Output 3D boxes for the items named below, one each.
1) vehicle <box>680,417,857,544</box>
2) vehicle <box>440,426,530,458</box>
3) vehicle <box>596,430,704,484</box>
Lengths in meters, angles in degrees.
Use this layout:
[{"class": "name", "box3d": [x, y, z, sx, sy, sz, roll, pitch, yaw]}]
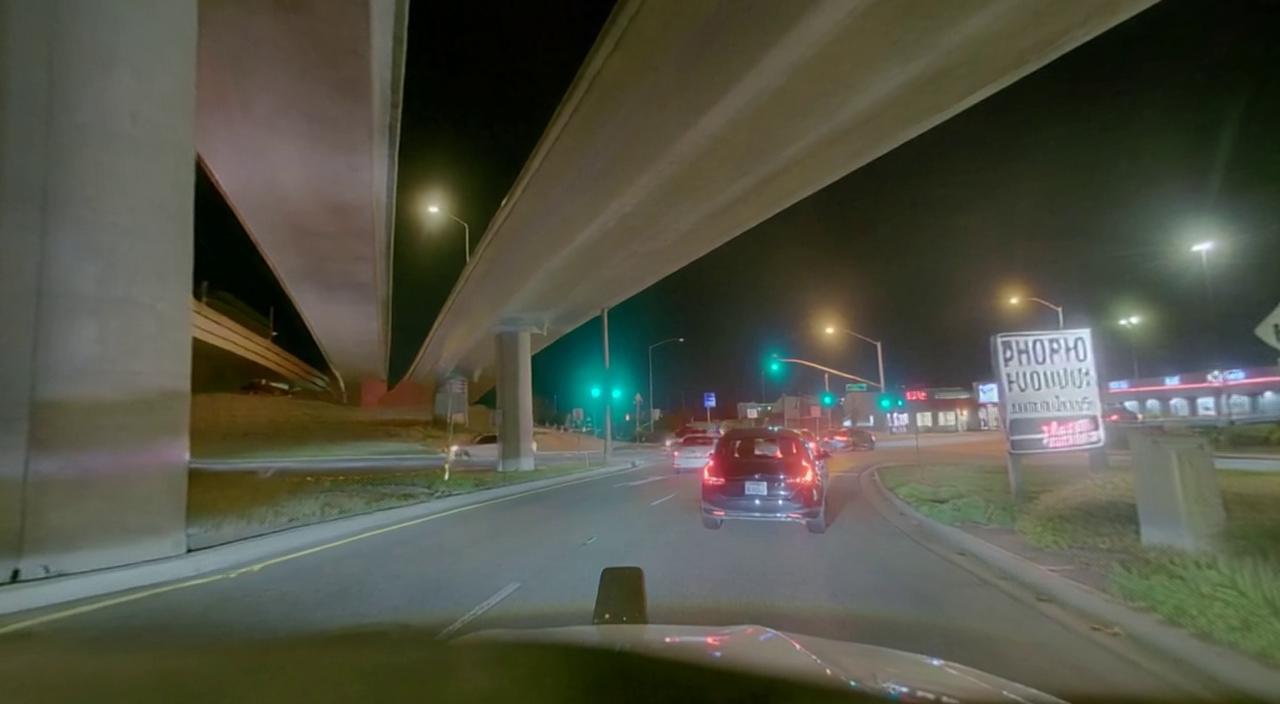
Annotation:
[{"class": "vehicle", "box3d": [2.063, 1.953, 10.286, 2.195, 1.571, 4.353, -2, -8, 12]}, {"class": "vehicle", "box3d": [-9.285, 5.423, 37.955, 4.827, 1.885, 2.008, -1, -8, 3]}, {"class": "vehicle", "box3d": [0.474, 3.327, 20.288, 2.214, 1.519, 4.704, -3, -9, 17]}]
